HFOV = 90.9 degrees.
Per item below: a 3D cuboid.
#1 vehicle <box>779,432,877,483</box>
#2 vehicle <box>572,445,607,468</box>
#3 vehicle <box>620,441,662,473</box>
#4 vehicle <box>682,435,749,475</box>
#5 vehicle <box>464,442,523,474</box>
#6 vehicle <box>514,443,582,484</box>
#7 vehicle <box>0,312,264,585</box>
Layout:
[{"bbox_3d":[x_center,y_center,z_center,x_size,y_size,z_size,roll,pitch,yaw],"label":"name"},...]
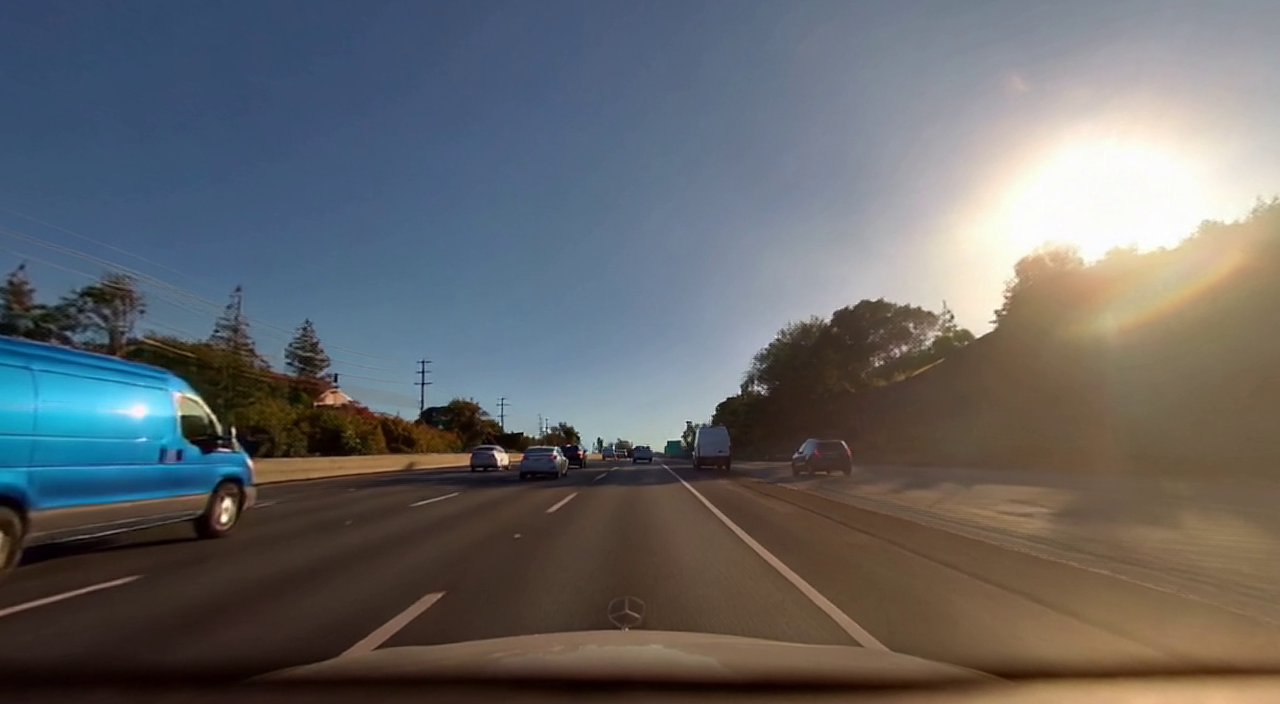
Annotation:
[{"bbox_3d":[7.524,4.299,26.025,2.304,1.840,5.706,0,-9,0],"label":"vehicle"},{"bbox_3d":[-3.462,7.292,44.126,1.987,1.466,4.341,0,-9,1],"label":"vehicle"},{"bbox_3d":[0.072,5.706,34.426,2.115,1.617,4.102,0,-9,1],"label":"vehicle"},{"bbox_3d":[3.820,5.389,33.170,2.777,1.895,5.710,0,-9,0],"label":"vehicle"},{"bbox_3d":[-7.654,5.574,33.368,1.961,1.562,4.301,0,-9,1],"label":"vehicle"},{"bbox_3d":[-3.501,4.333,24.768,1.970,1.483,4.071,0,-9,1],"label":"vehicle"},{"bbox_3d":[-7.601,1.136,7.381,2.336,2.708,6.421,0,-9,0],"label":"vehicle"}]
